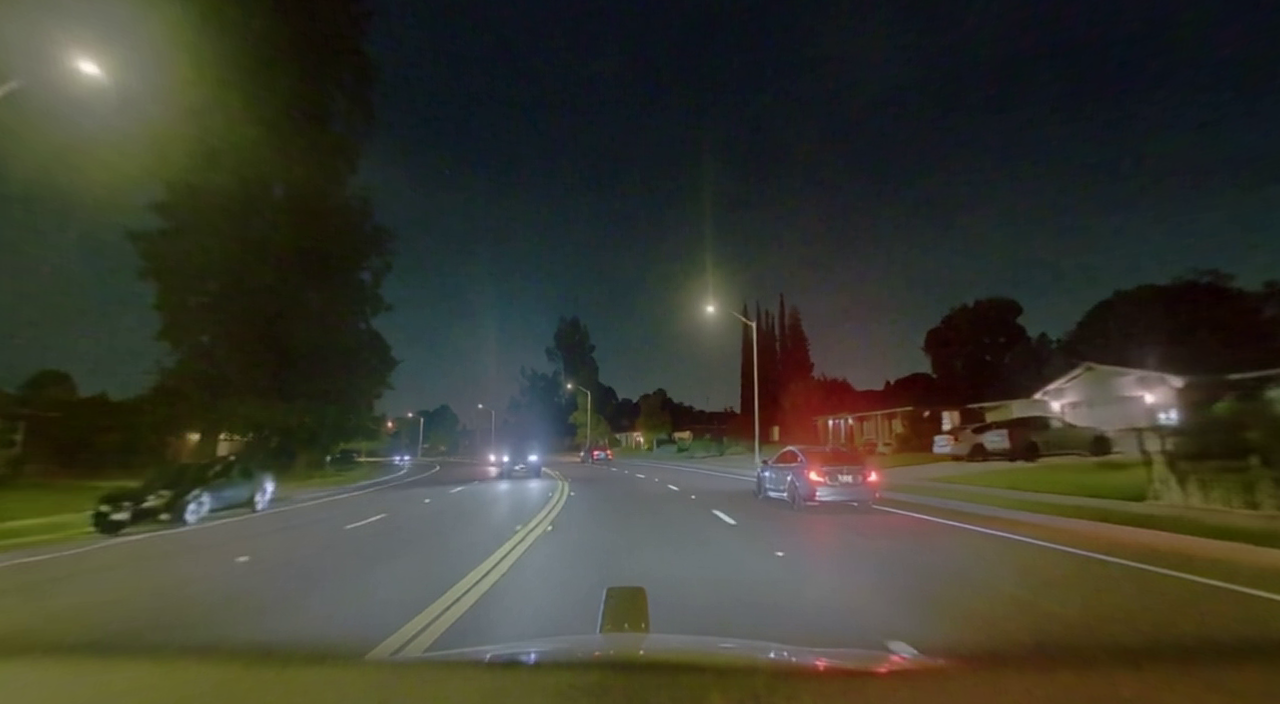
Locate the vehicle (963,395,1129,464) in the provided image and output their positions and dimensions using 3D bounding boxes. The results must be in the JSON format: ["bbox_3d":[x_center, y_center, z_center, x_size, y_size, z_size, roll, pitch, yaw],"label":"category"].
[{"bbox_3d":[14.801,2.834,23.164,4.455,1.795,2.331,-7,-6,-8],"label":"vehicle"}]

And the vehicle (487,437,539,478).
[{"bbox_3d":[-6.300,5.193,31.468,2.316,1.845,4.805,1,-9,-10],"label":"vehicle"}]

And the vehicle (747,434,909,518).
[{"bbox_3d":[3.827,2.597,13.773,1.934,1.506,4.282,0,-8,-4],"label":"vehicle"}]

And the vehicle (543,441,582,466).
[{"bbox_3d":[-5.622,7.275,45.176,2.106,1.667,4.367,2,-9,-16],"label":"vehicle"}]

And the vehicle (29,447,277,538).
[{"bbox_3d":[-10.739,3.062,14.546,2.038,1.690,4.825,0,-8,-3],"label":"vehicle"}]
